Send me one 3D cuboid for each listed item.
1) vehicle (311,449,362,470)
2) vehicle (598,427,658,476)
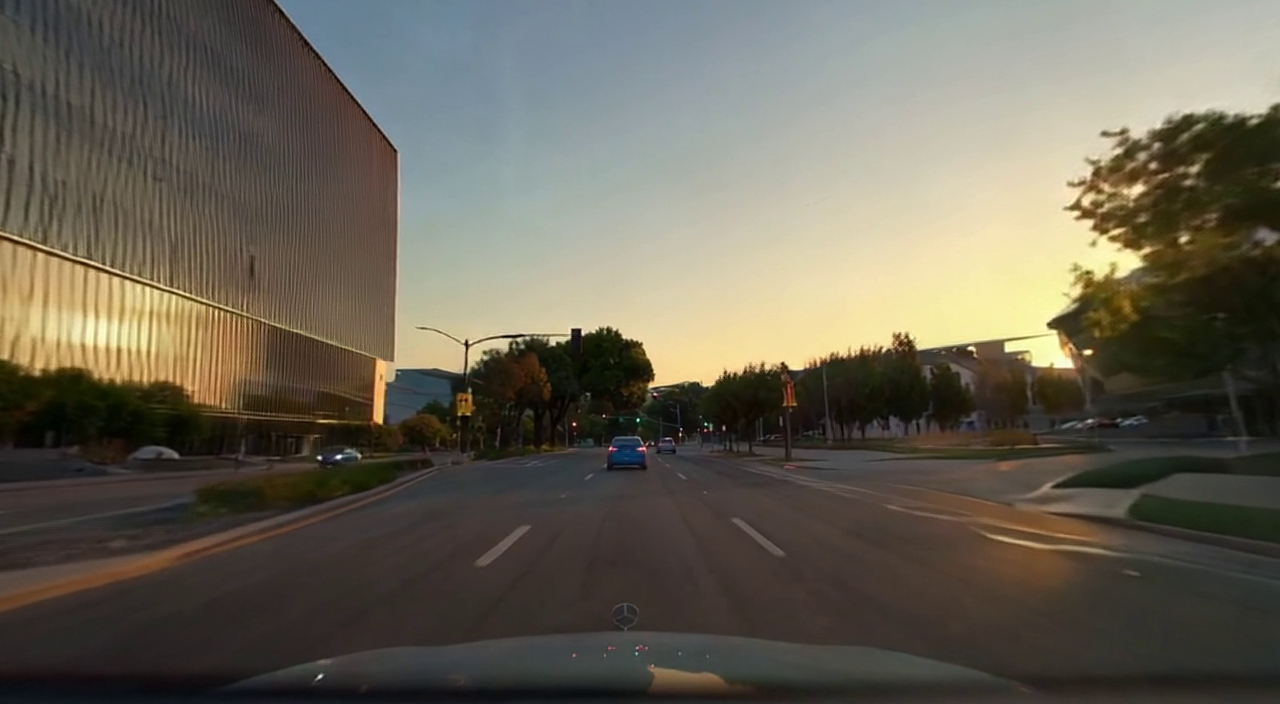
[{"bbox_3d":[-23.649,8.329,49.342,1.867,1.469,4.243,-2,-9,0],"label":"vehicle"},{"bbox_3d":[-0.475,4.160,26.642,2.313,1.860,4.319,0,-9,-1],"label":"vehicle"}]
